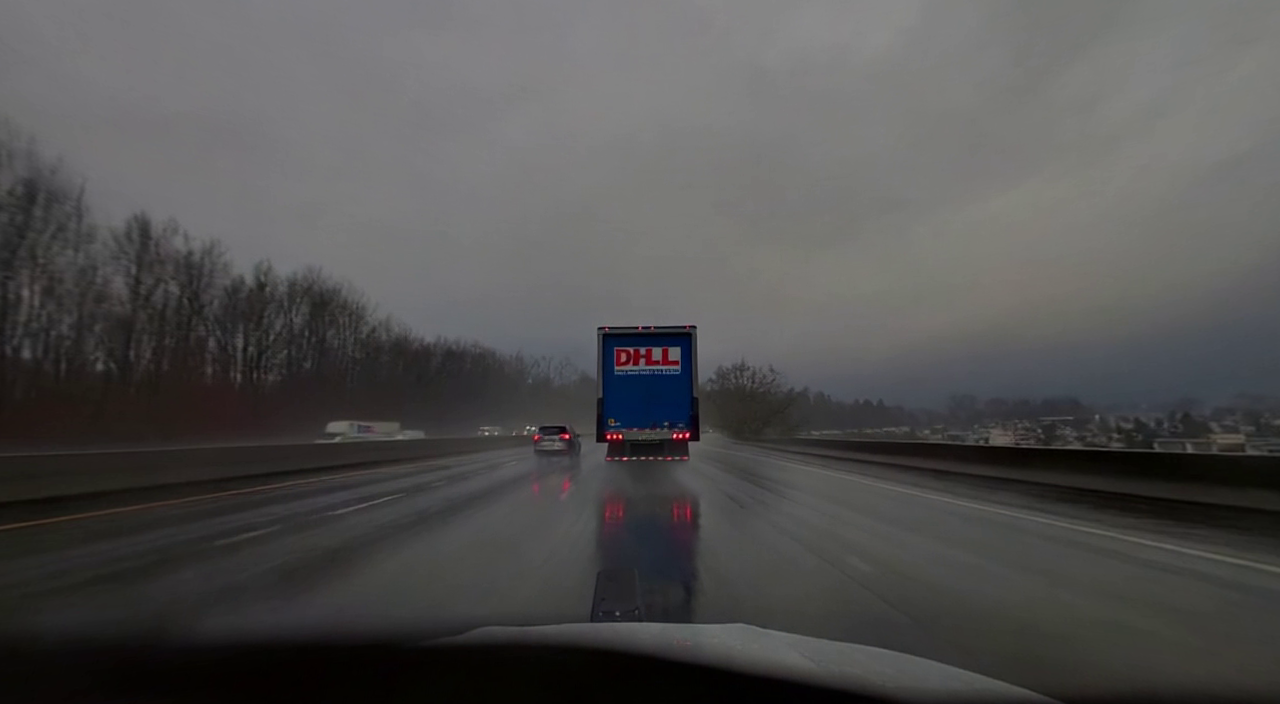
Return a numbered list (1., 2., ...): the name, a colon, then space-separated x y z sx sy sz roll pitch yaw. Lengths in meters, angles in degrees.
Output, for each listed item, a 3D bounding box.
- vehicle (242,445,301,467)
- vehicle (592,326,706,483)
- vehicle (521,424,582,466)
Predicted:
1. vehicle: -26.655 7.504 45.602 1.788 1.507 4.100 0 -8 0
2. vehicle: 0.152 1.972 21.341 3.011 4.211 8.926 0 -8 -1
3. vehicle: -4.100 4.382 29.937 2.394 1.787 5.186 0 -8 -3
